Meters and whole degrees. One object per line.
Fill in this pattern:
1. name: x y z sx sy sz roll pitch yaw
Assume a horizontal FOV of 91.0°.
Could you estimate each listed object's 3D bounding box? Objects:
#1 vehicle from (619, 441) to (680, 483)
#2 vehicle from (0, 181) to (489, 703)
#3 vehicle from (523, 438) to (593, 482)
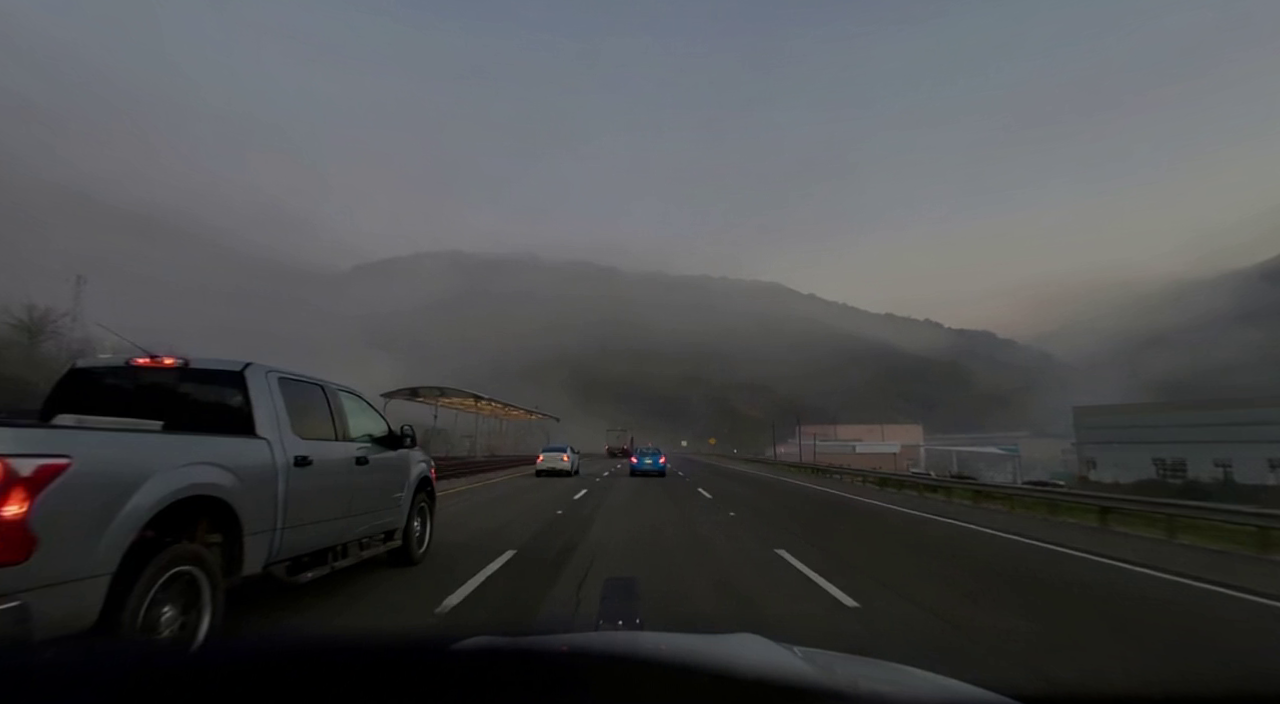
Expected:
1. vehicle: 0.328 4.242 24.561 2.171 1.493 4.081 0 -9 0
2. vehicle: -3.581 0.985 5.393 2.733 2.230 6.820 0 -8 1
3. vehicle: -3.225 4.376 25.794 2.151 1.613 4.786 0 -8 1
